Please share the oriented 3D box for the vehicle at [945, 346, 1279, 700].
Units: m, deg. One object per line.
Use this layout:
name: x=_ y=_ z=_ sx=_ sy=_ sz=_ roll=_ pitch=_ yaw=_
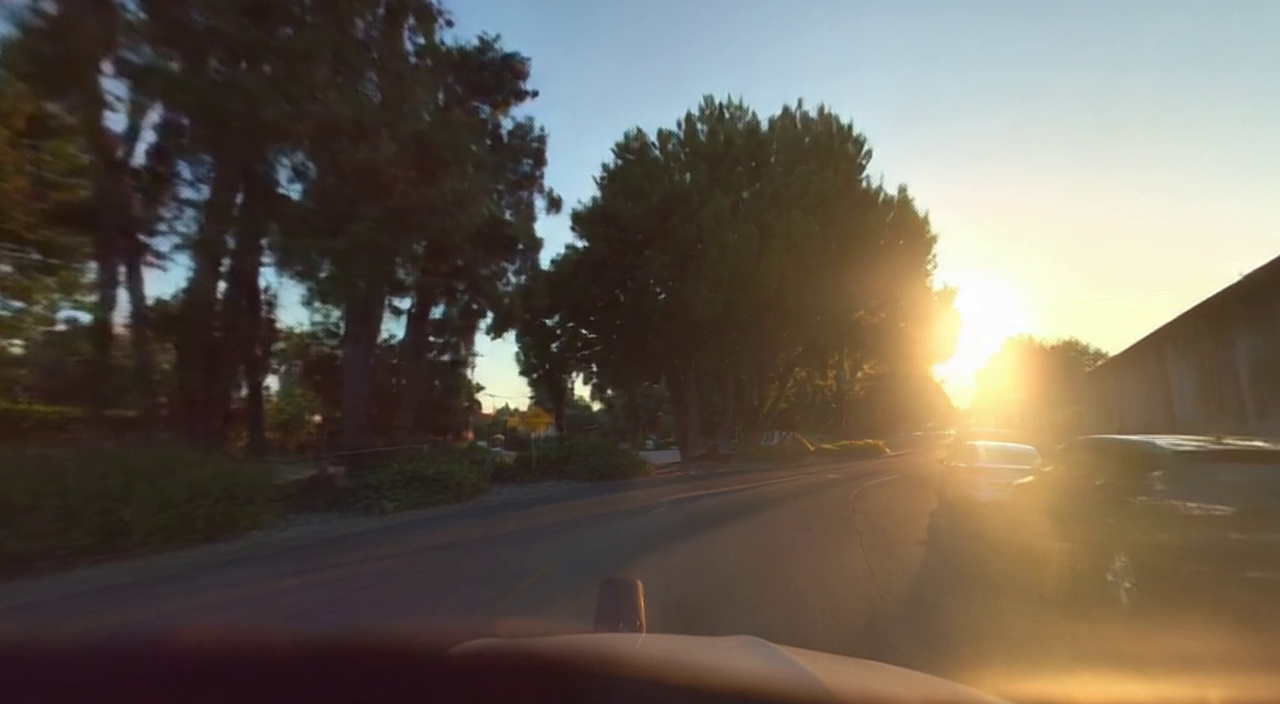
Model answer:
vehicle: x=4.538 y=1.190 z=5.456 sx=2.269 sy=1.841 sz=4.569 roll=-2 pitch=-9 yaw=11
